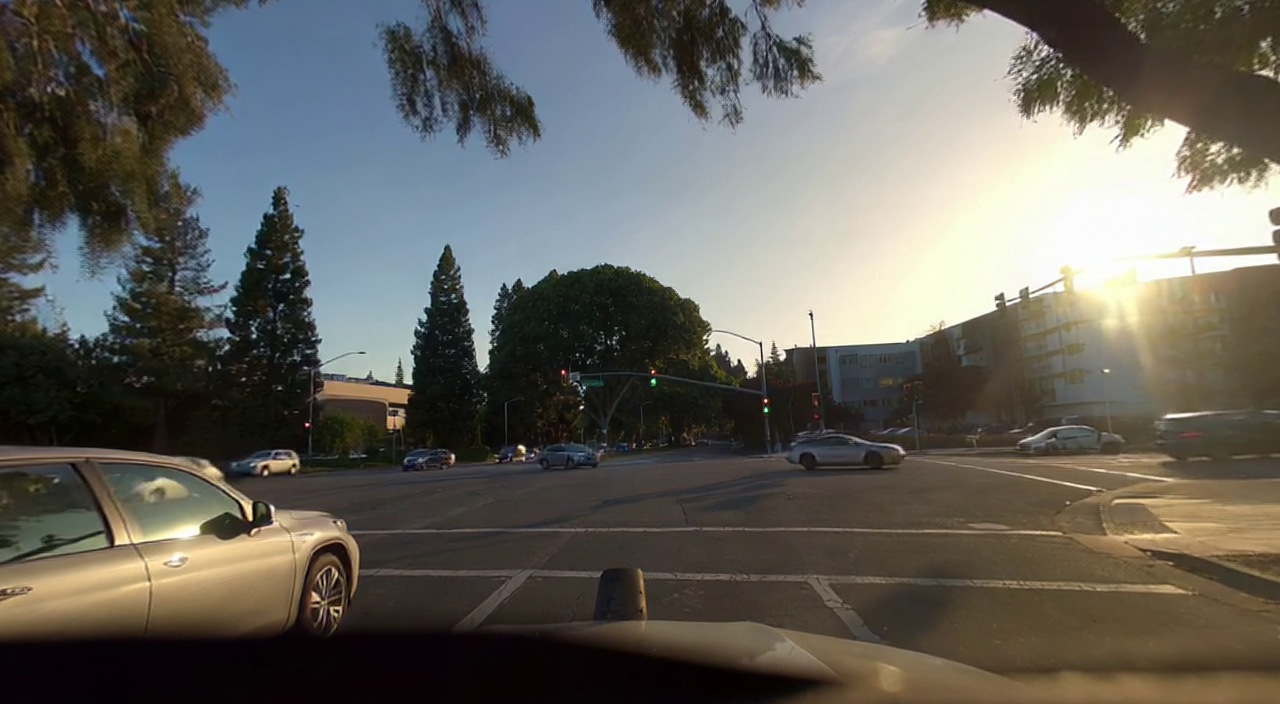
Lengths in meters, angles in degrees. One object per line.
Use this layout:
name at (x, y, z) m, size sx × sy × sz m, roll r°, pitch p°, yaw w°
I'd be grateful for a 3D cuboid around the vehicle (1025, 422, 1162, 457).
vehicle at (19.894, 3.861, 27.750) m, size 4.552 × 1.492 × 2.002 m, roll 0°, pitch -9°, yaw -4°

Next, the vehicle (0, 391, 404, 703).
vehicle at (-2.951, 0.988, 2.744) m, size 1.924 × 1.482 × 4.734 m, roll 0°, pitch -8°, yaw 1°

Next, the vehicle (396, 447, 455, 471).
vehicle at (-13.980, 6.975, 41.405) m, size 1.921 × 1.480 × 4.652 m, roll -1°, pitch -8°, yaw 4°

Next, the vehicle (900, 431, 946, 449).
vehicle at (22.432, 6.988, 49.877) m, size 1.930 × 1.410 × 4.313 m, roll -8°, pitch -12°, yaw 43°

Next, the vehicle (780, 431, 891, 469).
vehicle at (8.114, 4.065, 26.192) m, size 4.180 × 1.478 × 1.986 m, roll -3°, pitch -9°, yaw 20°

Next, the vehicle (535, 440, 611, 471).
vehicle at (-3.513, 5.269, 32.329) m, size 1.841 × 1.450 × 4.364 m, roll 6°, pitch -11°, yaw -37°

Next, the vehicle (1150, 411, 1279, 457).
vehicle at (23.124, 3.174, 24.245) m, size 5.268 × 1.687 × 1.942 m, roll 0°, pitch -8°, yaw 0°
